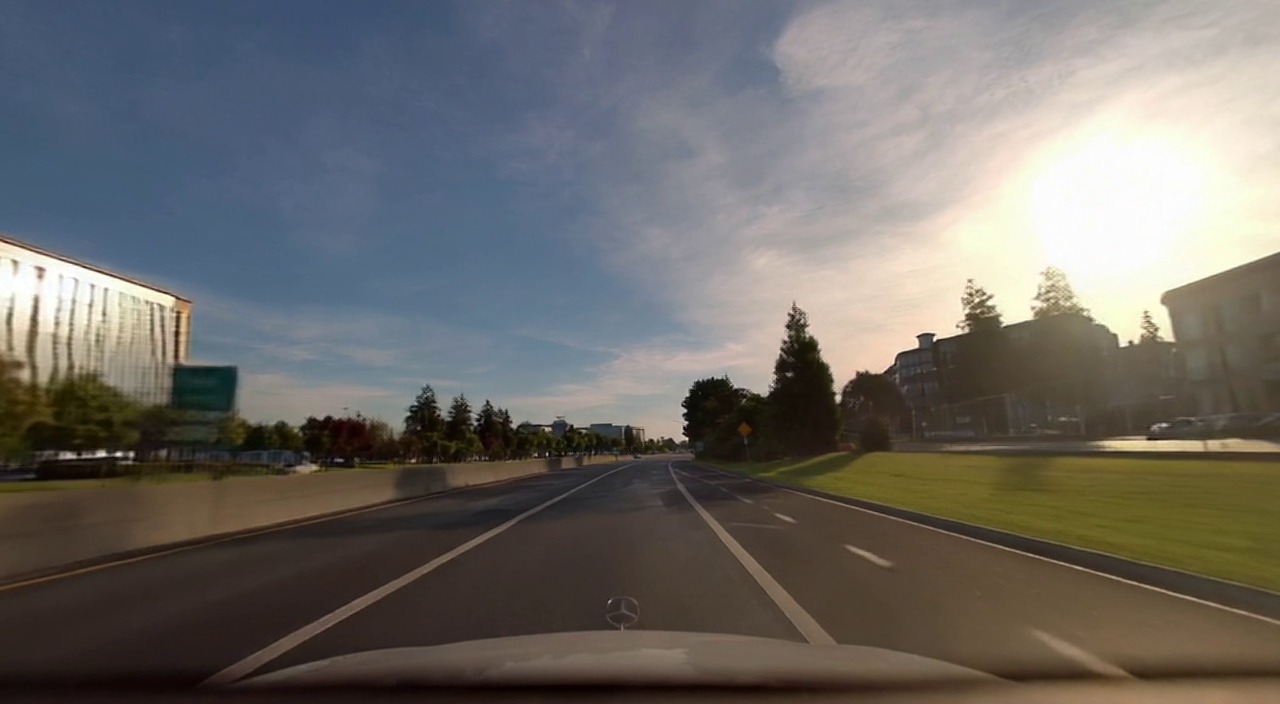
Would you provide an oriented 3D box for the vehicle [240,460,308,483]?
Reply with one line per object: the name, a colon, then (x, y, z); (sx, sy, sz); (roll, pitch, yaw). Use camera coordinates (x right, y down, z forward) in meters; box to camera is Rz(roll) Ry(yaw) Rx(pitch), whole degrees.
vehicle: (-28.892, 9.423, 49.920); (1.855, 1.606, 4.190); (-5, -10, 28)
